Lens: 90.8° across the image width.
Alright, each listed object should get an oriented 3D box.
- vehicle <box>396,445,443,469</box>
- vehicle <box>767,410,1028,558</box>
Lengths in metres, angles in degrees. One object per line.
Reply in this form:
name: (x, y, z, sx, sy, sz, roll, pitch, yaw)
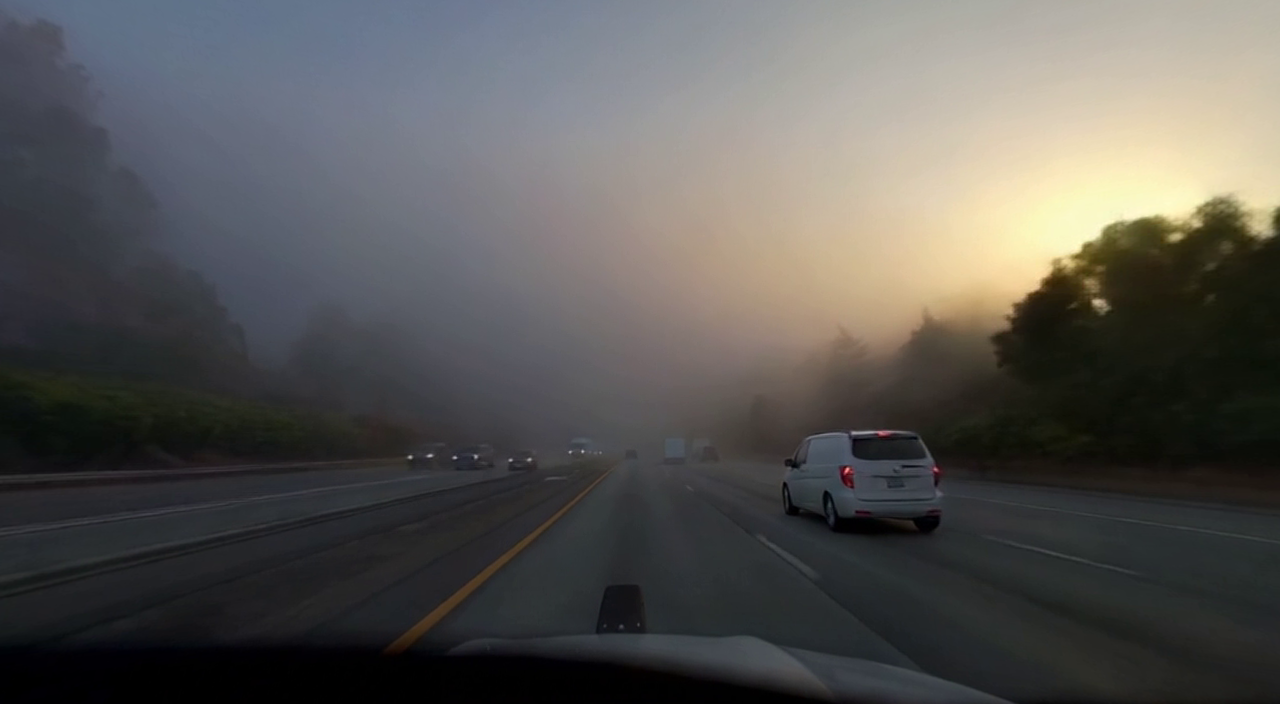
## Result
vehicle: (-16.079, 7.677, 46.244, 1.949, 1.657, 4.170, 0, -9, -1)
vehicle: (3.572, 1.941, 9.944, 2.070, 1.751, 4.576, 0, -9, -1)
